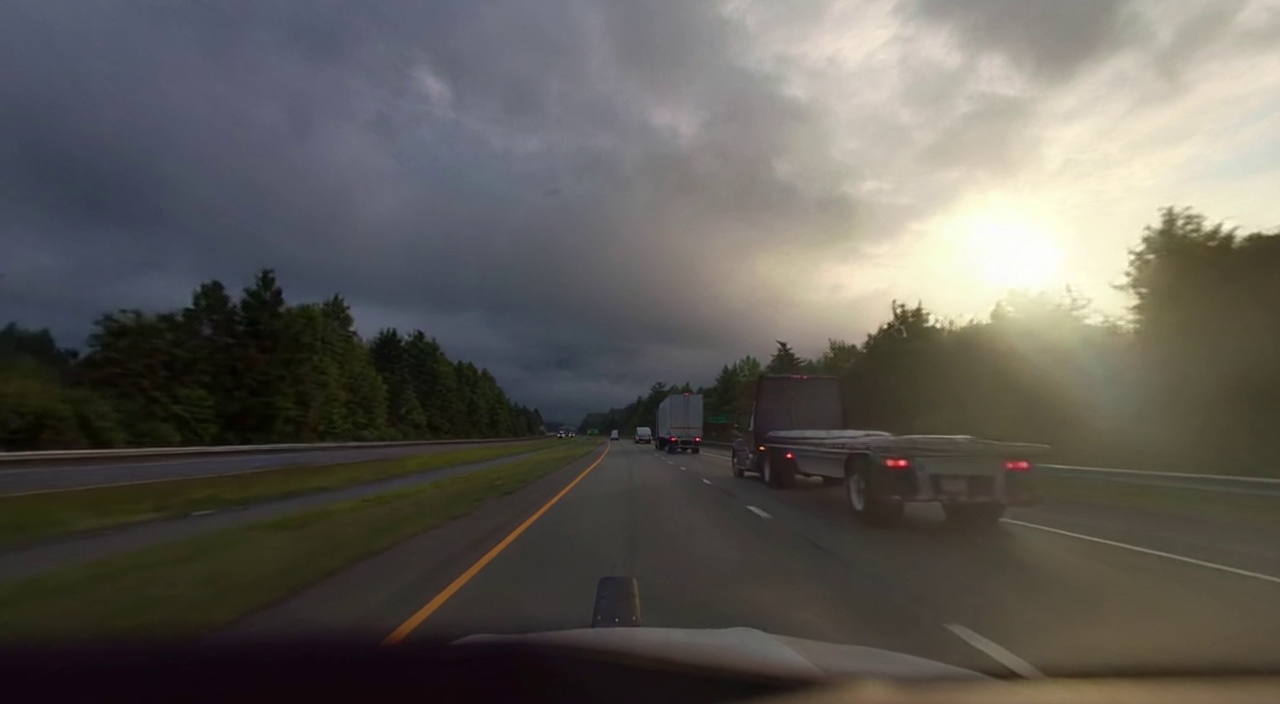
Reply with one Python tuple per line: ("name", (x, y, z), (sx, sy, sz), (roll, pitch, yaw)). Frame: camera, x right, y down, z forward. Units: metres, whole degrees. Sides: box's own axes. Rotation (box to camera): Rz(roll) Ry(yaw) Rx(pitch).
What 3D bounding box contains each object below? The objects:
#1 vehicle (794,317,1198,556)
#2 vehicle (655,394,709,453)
("vehicle", (4.847, 1.360, 10.421), (2.741, 2.716, 6.323), (0, -8, -2))
("vehicle", (3.048, 5.768, 49.826), (2.974, 4.003, 12.849), (1, -8, -2))
